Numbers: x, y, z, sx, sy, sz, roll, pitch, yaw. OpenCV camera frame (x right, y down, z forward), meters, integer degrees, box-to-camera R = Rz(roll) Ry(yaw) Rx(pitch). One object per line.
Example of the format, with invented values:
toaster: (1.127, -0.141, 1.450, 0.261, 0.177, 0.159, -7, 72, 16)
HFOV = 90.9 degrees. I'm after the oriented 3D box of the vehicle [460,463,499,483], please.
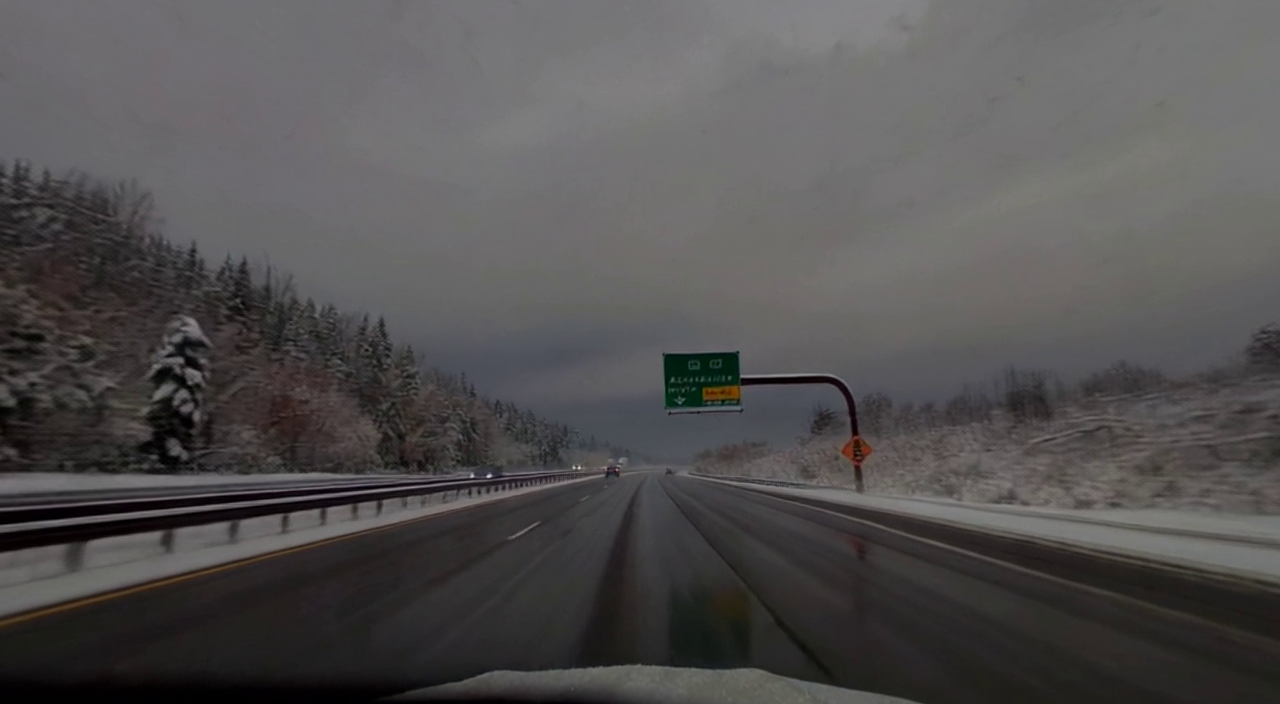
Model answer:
vehicle: (-12.667, 9.581, 49.933, 1.858, 1.466, 4.258, 1, -11, 1)
